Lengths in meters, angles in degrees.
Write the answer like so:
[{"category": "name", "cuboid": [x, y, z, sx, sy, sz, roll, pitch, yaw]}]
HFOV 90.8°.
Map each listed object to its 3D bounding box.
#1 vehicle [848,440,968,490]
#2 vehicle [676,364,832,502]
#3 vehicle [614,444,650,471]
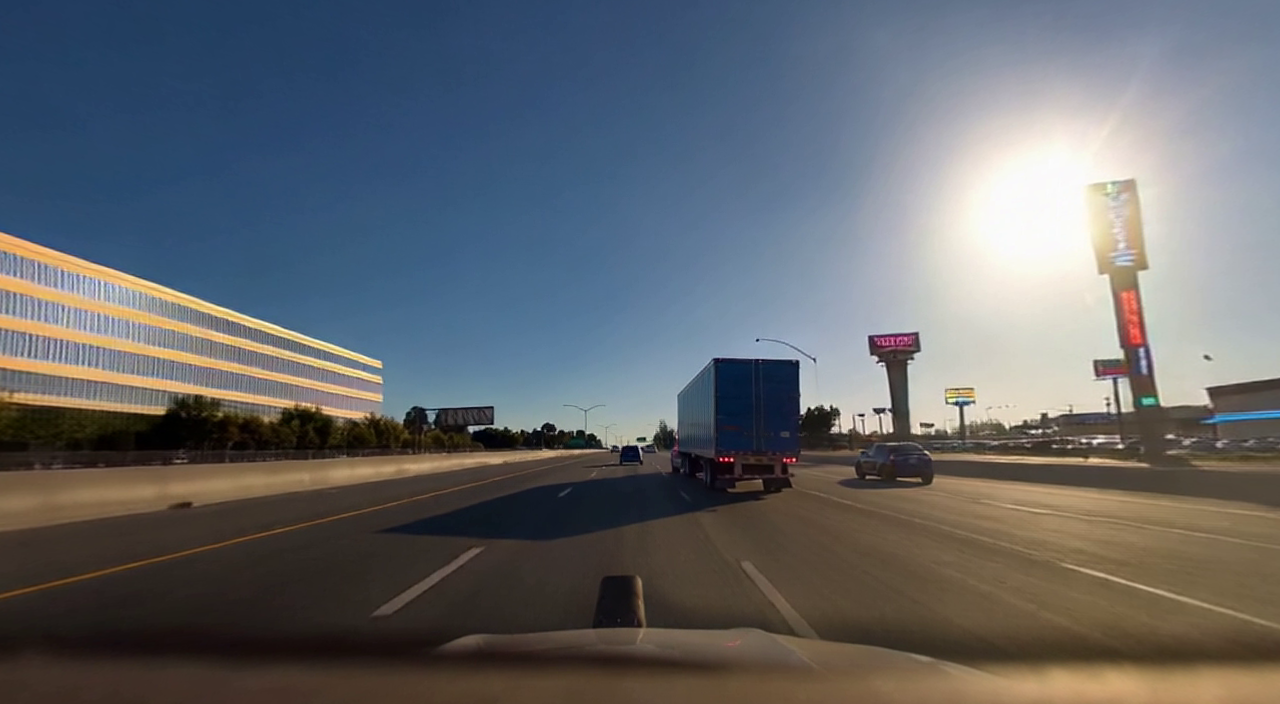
[{"category": "vehicle", "cuboid": [8.901, 3.771, 21.510, 2.105, 1.494, 4.537, 0, -8, 0]}, {"category": "vehicle", "cuboid": [3.056, 2.747, 20.807, 2.934, 3.325, 10.986, 0, -8, -1]}, {"category": "vehicle", "cuboid": [-0.461, 5.969, 36.035, 1.929, 1.395, 3.999, 0, -8, 0]}]
